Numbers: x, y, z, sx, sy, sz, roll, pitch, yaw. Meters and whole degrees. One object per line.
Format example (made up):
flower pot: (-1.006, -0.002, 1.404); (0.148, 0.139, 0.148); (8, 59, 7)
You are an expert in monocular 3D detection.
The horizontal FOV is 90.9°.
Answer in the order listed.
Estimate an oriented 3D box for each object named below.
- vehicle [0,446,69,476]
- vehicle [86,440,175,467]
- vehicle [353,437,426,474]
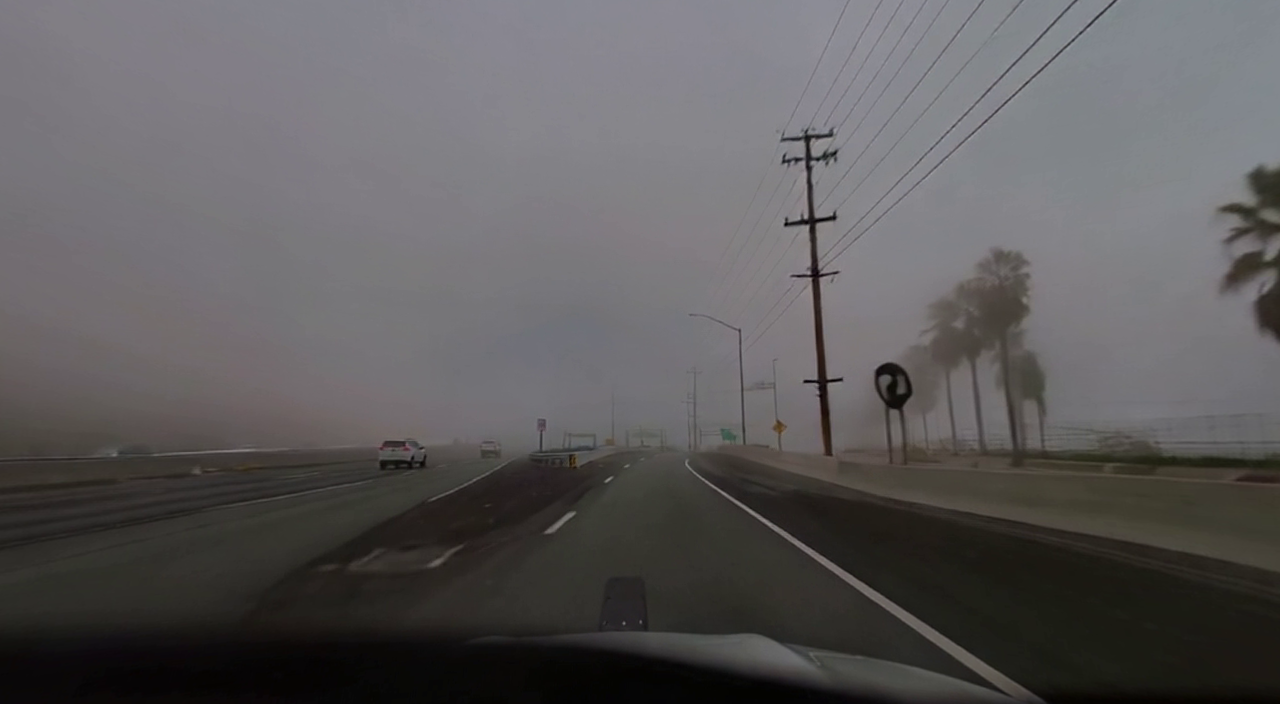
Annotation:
vehicle: (-32.584, 5.620, 32.822); (1.833, 1.471, 4.265); (0, -8, -4)
vehicle: (-37.916, 7.561, 47.185); (2.165, 1.848, 5.741); (0, -8, -4)
vehicle: (-11.610, 4.805, 29.536); (2.029, 1.609, 3.935); (0, -8, -4)
